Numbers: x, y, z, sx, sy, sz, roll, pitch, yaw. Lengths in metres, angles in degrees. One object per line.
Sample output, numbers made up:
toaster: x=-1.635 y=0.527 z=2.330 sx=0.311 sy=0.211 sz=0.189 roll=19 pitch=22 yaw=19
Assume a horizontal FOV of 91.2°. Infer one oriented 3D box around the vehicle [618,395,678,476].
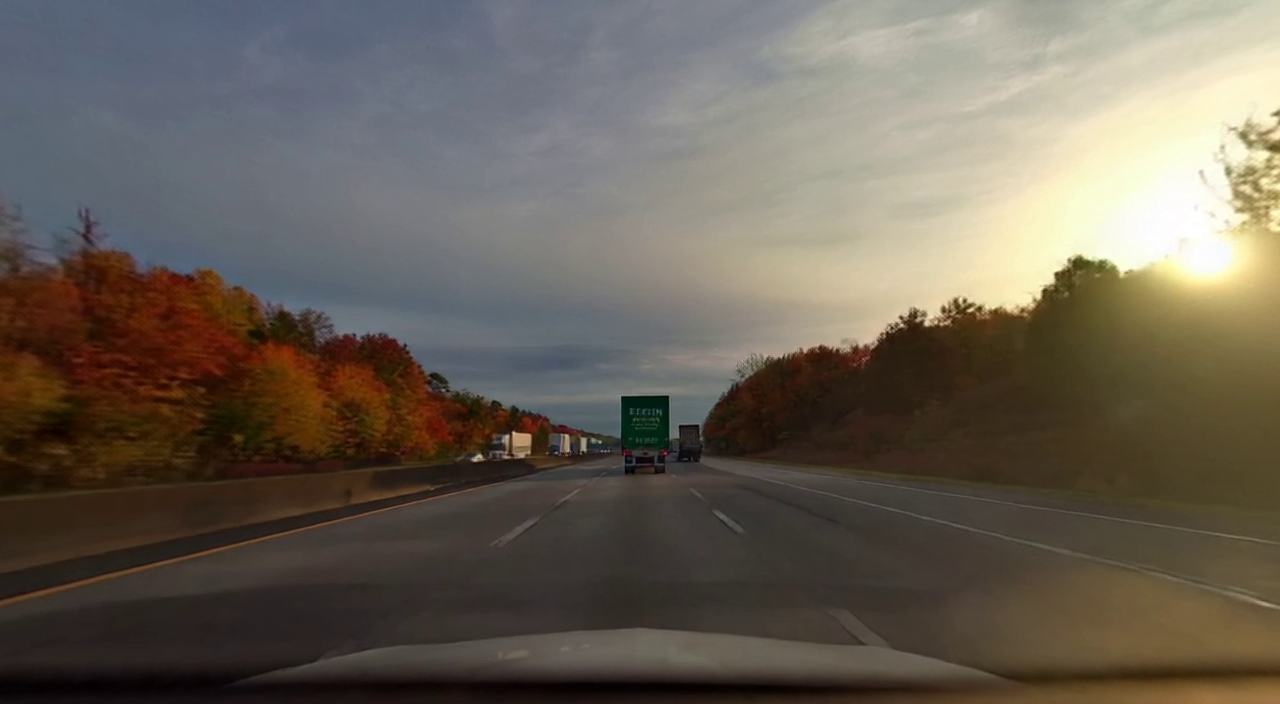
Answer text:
vehicle: x=0.390 y=5.032 z=37.229 sx=3.057 sy=4.073 sz=10.792 roll=0 pitch=-9 yaw=0
